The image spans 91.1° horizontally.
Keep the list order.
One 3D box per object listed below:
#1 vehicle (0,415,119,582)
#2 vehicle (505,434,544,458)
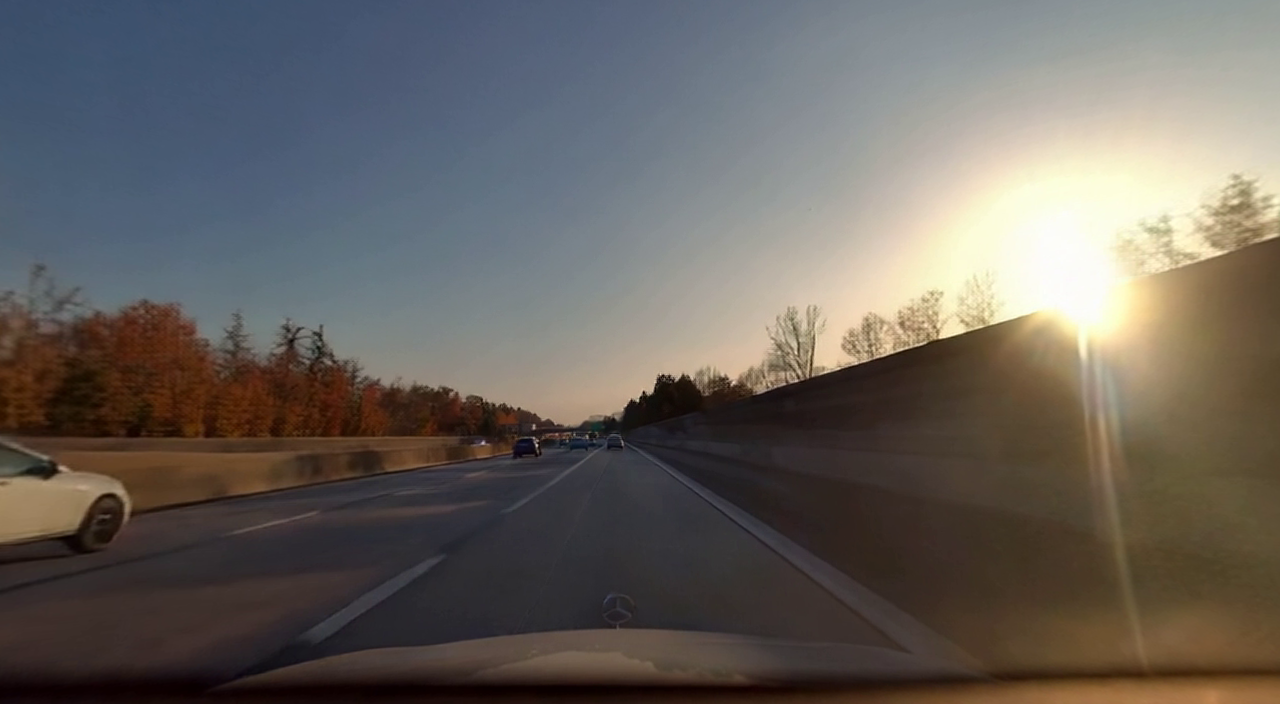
[{"bbox_3d":[-6.874,1.240,4.948,1.972,1.532,4.222,0,-8,-1],"label":"vehicle"},{"bbox_3d":[-7.787,6.337,42.691,1.988,1.505,4.044,0,-8,-2],"label":"vehicle"}]
